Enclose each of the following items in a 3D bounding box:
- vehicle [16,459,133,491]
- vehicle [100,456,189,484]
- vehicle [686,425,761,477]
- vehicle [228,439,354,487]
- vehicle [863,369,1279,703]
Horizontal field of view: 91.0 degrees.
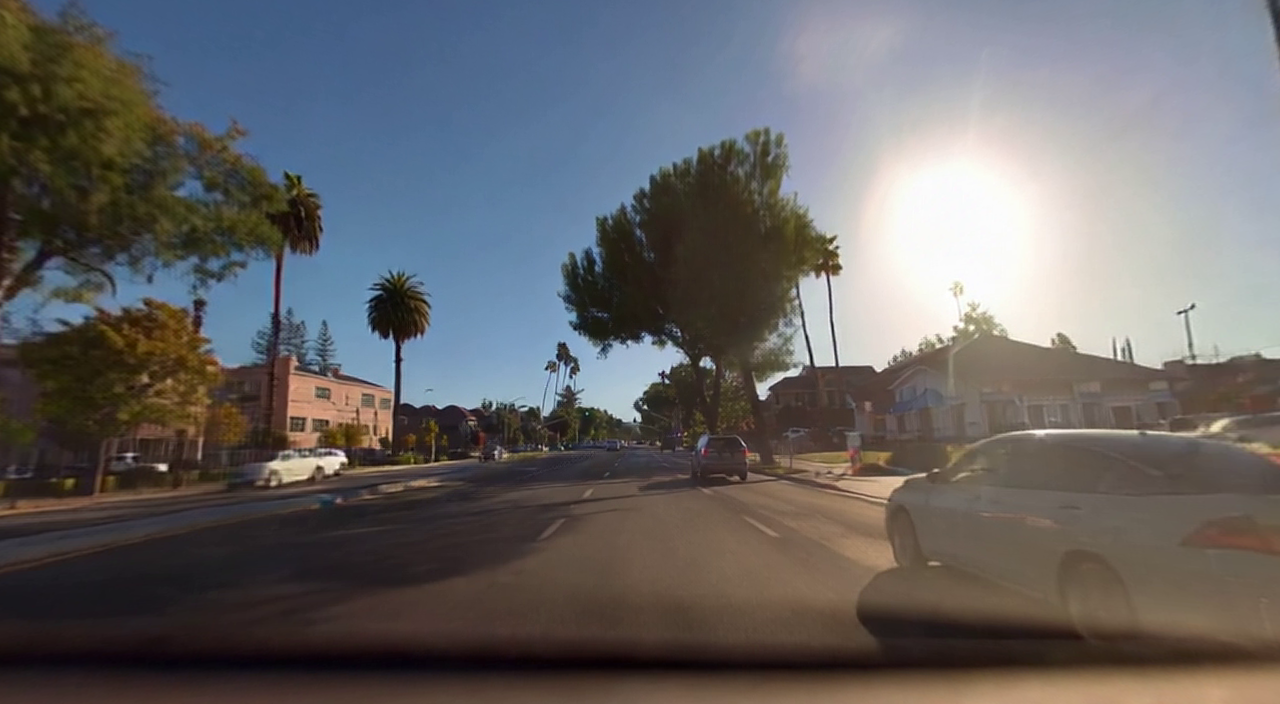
[{"bbox_3d":[-29.981,6.489,33.600,1.820,1.454,4.709,0,-8,0],"label":"vehicle"},{"bbox_3d":[-30.179,7.179,38.507,1.871,1.534,4.524,0,-8,-2],"label":"vehicle"},{"bbox_3d":[3.253,3.997,25.555,2.244,1.901,4.561,0,-8,-2],"label":"vehicle"},{"bbox_3d":[-15.401,4.911,28.295,2.315,1.911,5.751,0,-8,1],"label":"vehicle"},{"bbox_3d":[3.632,1.225,5.019,2.084,1.682,4.148,0,-8,-1],"label":"vehicle"}]
